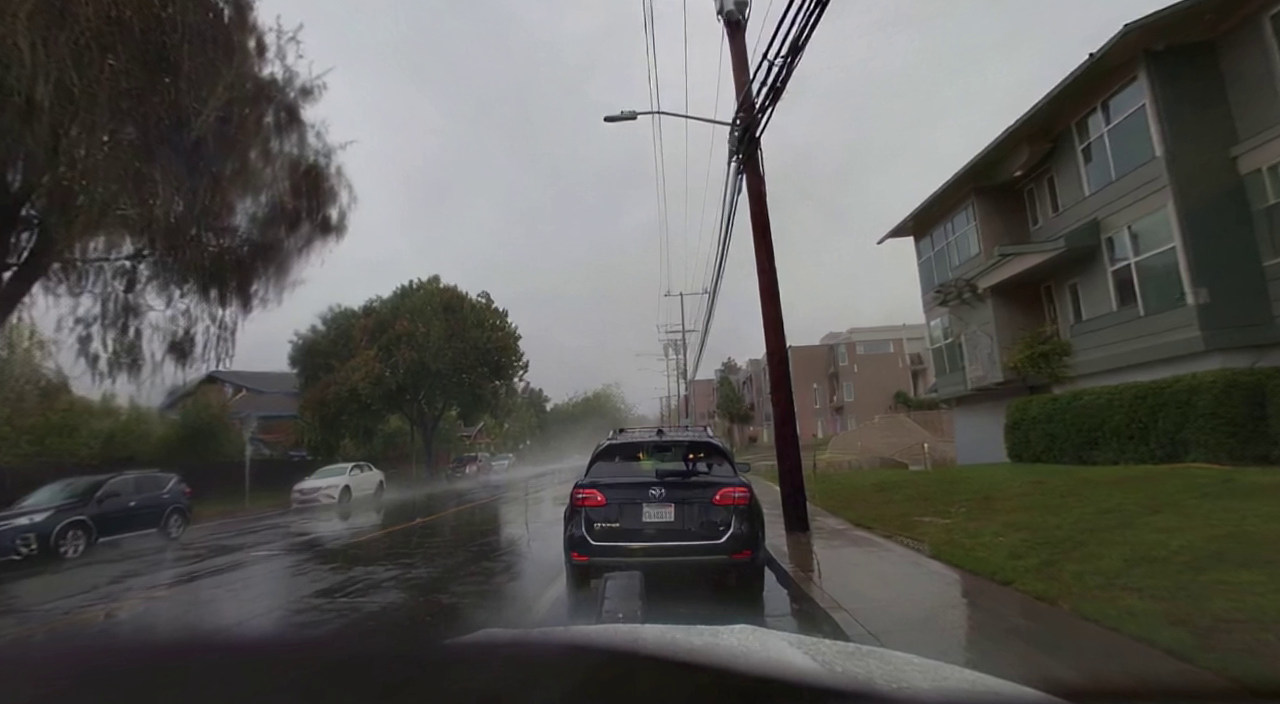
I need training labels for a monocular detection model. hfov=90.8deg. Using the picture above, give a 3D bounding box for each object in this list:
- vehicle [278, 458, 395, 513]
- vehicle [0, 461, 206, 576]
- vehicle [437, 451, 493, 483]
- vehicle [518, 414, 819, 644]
[{"bbox_3d":[-11.468,5.045,24.275,2.017,1.582,4.664,-7,-9,2],"label":"vehicle"},{"bbox_3d":[-11.297,3.221,12.645,2.068,1.745,4.579,-7,-9,-1],"label":"vehicle"},{"bbox_3d":[-10.859,7.150,39.555,2.011,1.801,4.676,-1,-8,1],"label":"vehicle"},{"bbox_3d":[0.281,1.549,6.696,2.030,1.535,4.683,-1,-8,2],"label":"vehicle"}]
